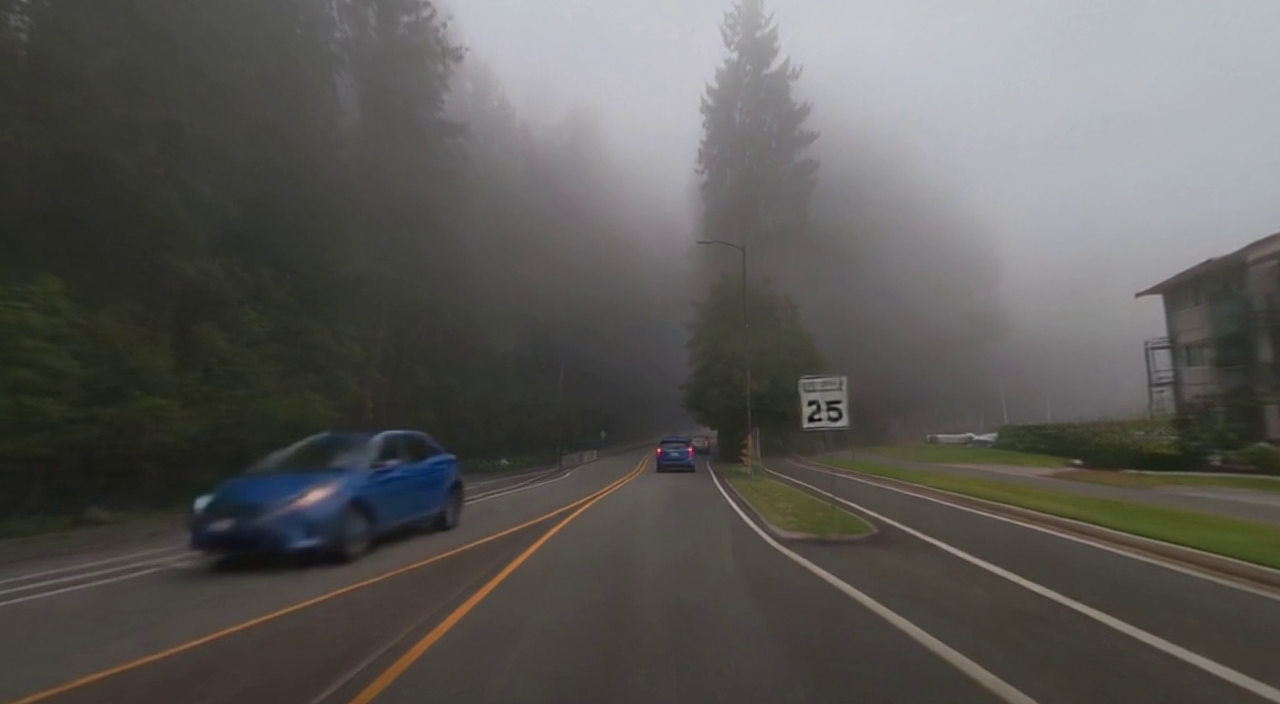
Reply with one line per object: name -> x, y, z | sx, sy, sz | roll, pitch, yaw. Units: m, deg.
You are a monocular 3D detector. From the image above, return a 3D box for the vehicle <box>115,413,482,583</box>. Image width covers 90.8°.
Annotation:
vehicle -> -4.063, 1.798, 8.673 | 2.087, 1.677, 4.467 | -1, -9, 8

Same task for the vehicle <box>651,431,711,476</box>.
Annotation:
vehicle -> 1.787, 4.212, 26.311 | 2.216, 1.708, 4.110 | -1, -9, 7
